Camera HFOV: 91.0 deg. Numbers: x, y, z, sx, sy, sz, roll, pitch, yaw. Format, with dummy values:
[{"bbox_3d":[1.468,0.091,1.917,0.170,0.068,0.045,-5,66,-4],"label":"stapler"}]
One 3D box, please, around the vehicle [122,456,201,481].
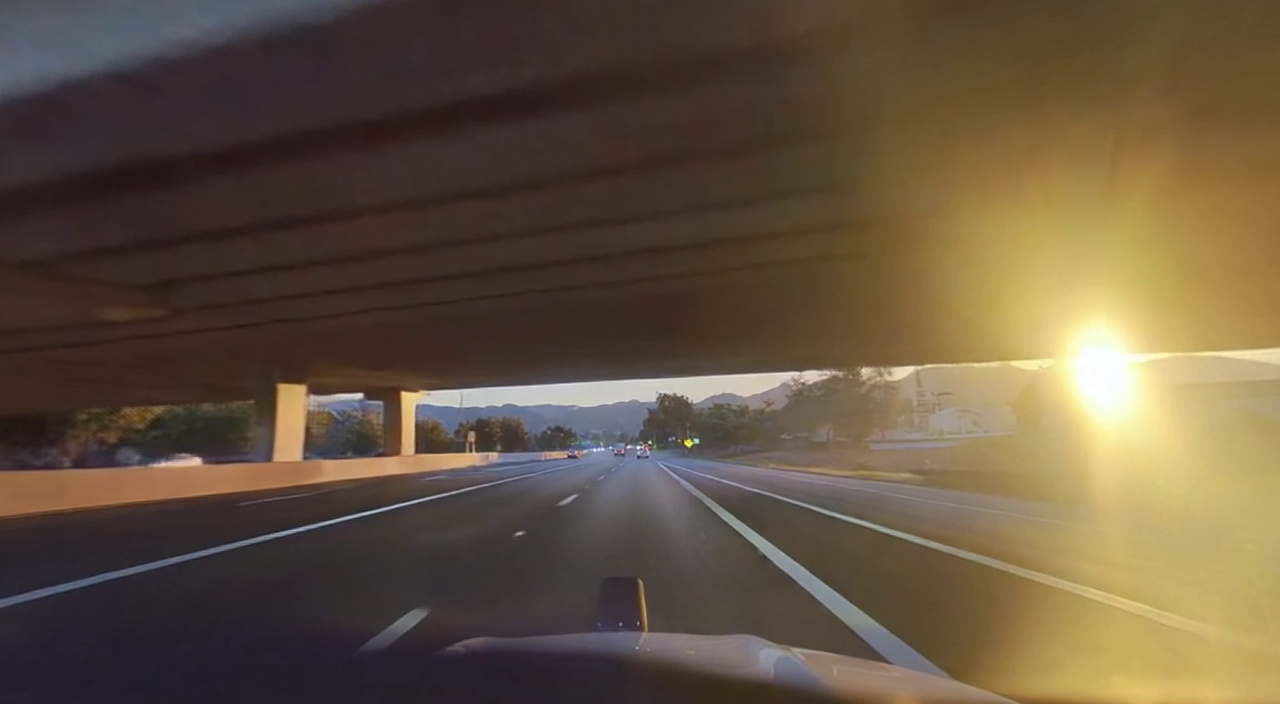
[{"bbox_3d":[-31.450,7.653,41.555,1.929,1.534,4.265,0,-9,-2],"label":"vehicle"}]
